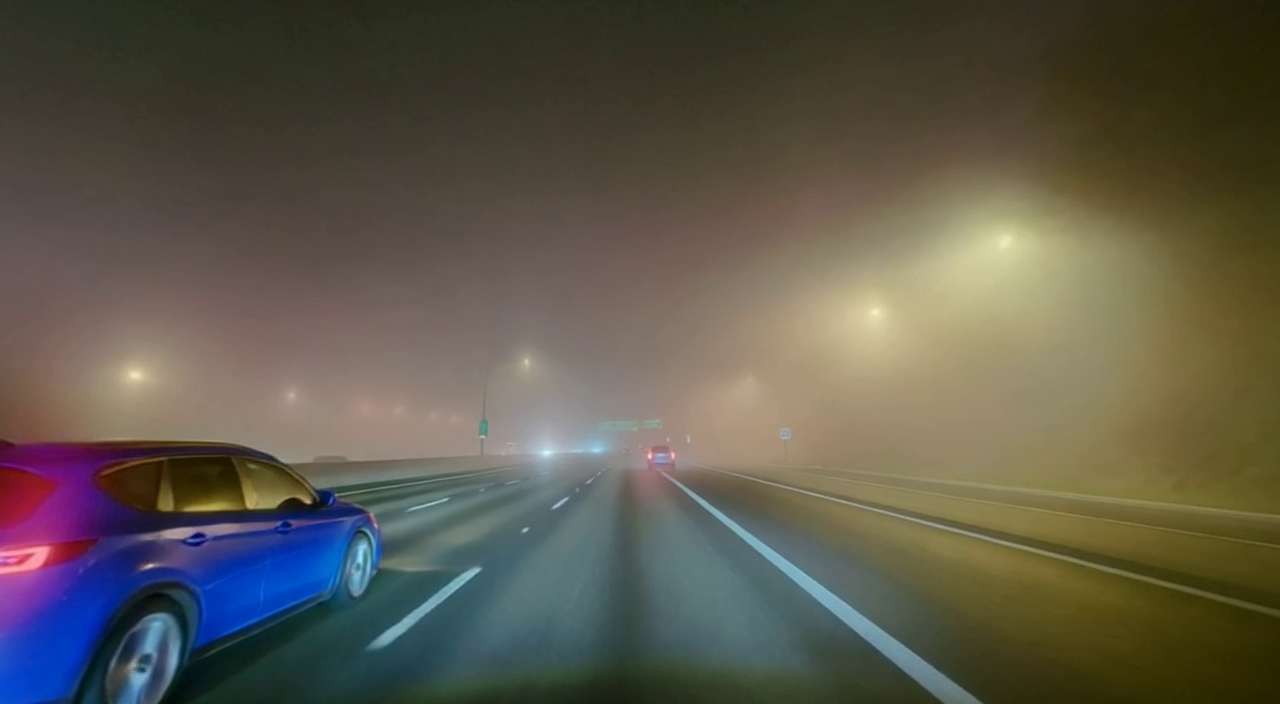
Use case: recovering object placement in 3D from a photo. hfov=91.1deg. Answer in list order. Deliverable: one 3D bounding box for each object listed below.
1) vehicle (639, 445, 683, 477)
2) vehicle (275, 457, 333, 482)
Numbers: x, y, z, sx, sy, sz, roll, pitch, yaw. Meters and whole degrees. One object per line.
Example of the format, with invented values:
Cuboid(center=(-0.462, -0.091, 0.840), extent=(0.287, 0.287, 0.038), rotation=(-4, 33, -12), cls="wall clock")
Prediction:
Cuboid(center=(1.012, 5.481, 31.813), extent=(2.055, 1.501, 4.321), rotation=(0, -9, 1), cls="vehicle")
Cuboid(center=(-21.571, 7.525, 40.514), extent=(1.713, 1.462, 3.527), rotation=(0, -9, 0), cls="vehicle")
